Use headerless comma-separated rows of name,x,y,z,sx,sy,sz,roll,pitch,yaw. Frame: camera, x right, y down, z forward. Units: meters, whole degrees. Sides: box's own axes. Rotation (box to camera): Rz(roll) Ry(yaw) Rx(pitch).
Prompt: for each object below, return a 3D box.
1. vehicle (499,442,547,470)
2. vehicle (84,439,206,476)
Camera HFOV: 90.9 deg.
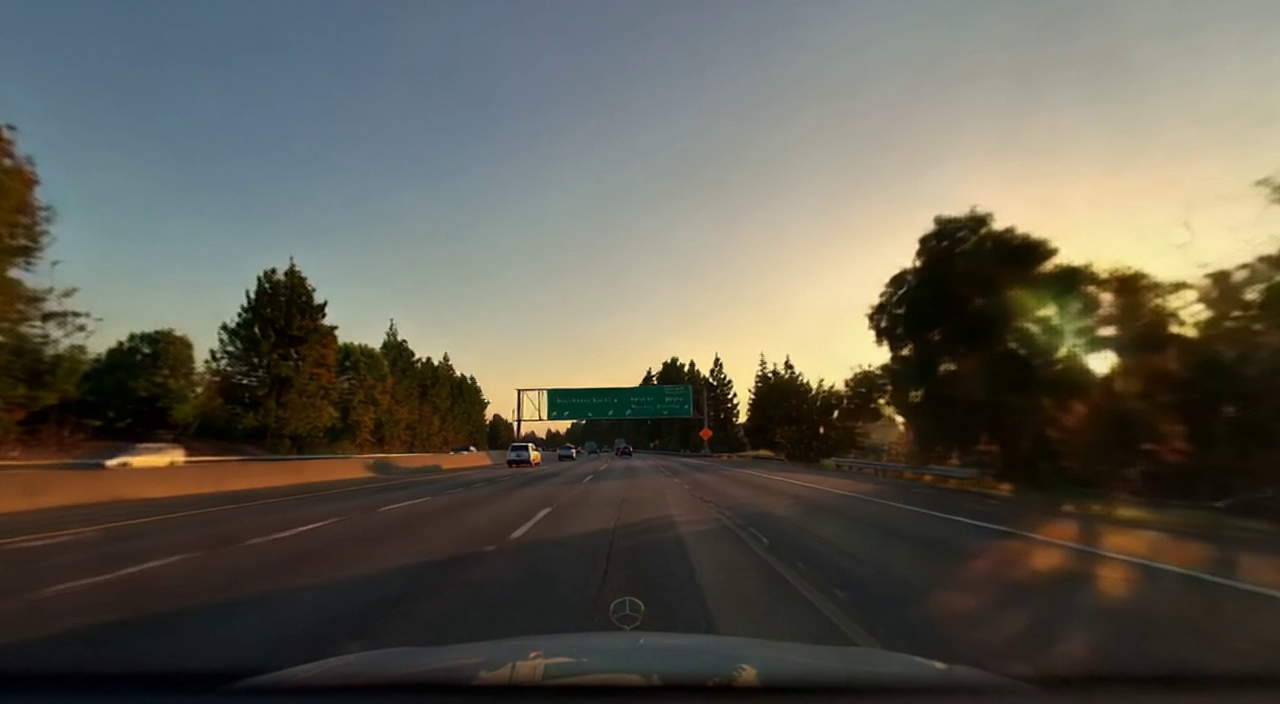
vehicle,-7.648,6.815,41.709,2.179,1.710,5.160,0,-8,0
vehicle,-25.668,5.470,33.026,2.103,1.780,5.422,0,-8,-2
